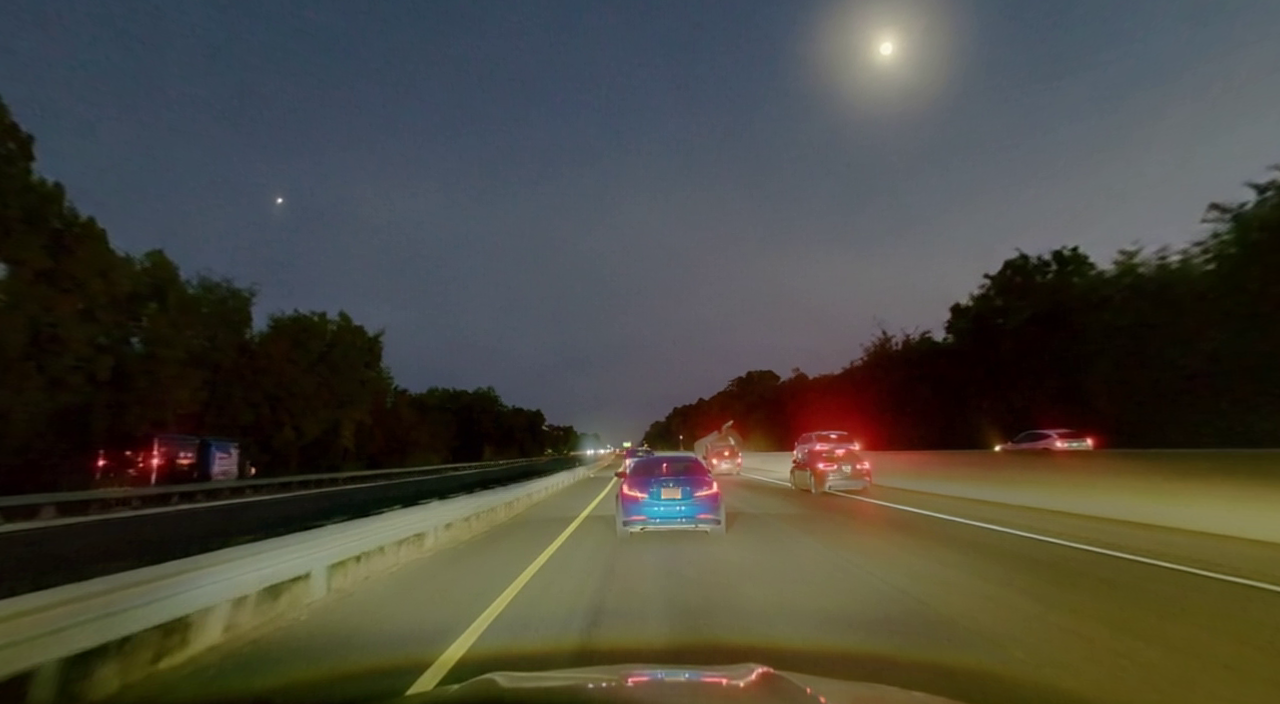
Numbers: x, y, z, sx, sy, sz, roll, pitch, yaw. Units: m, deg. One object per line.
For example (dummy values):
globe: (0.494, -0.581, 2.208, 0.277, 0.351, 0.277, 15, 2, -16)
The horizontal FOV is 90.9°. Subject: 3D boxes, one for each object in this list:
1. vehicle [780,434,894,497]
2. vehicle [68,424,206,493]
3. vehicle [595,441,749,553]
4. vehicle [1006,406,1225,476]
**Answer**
vehicle: (6.293, 3.695, 20.810, 2.177, 1.827, 4.565, 0, -9, -1)
vehicle: (-33.549, 7.101, 42.580, 2.902, 3.981, 7.819, -3, -8, 0)
vehicle: (0.407, 2.261, 10.462, 2.076, 1.485, 3.774, 0, -9, -1)
vehicle: (31.511, 6.212, 43.403, 2.822, 3.996, 14.073, 1, -9, -7)
